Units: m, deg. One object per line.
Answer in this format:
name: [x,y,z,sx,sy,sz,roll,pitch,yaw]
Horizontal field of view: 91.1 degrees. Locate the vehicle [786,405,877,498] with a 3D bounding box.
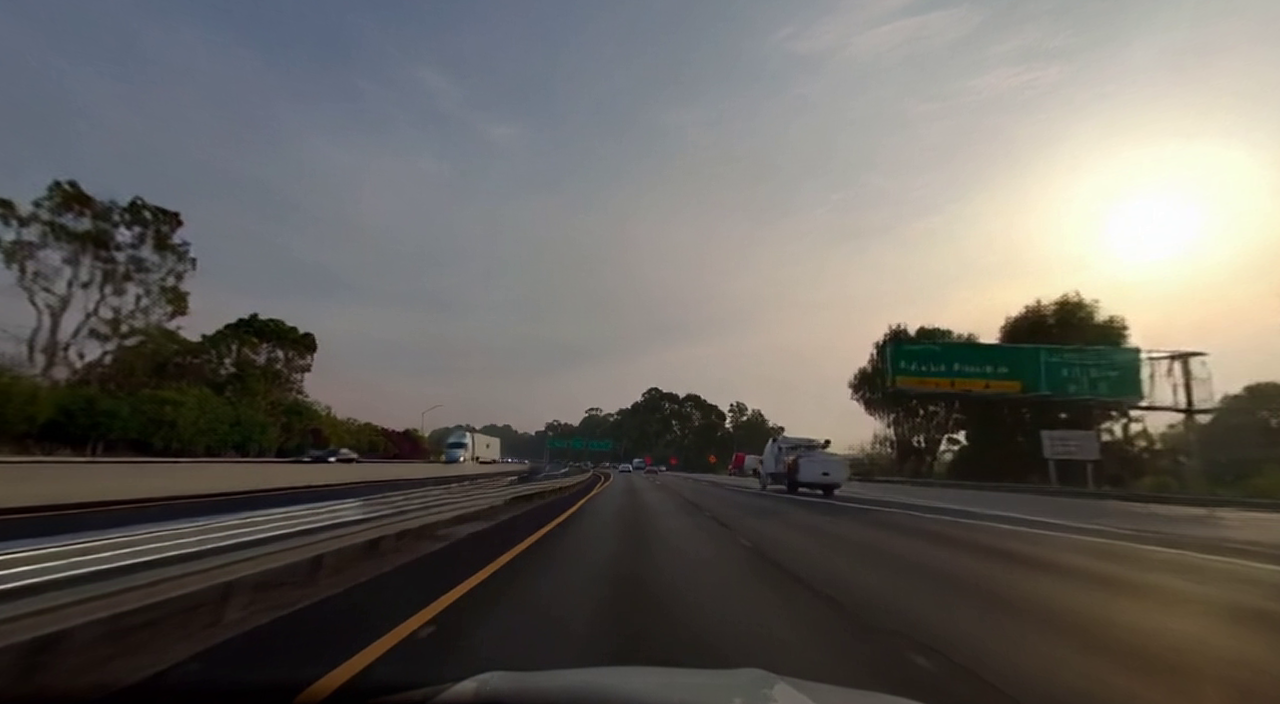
vehicle: [8.159,4.370,27.432,2.282,3.633,4.740,1,-10,-2]
